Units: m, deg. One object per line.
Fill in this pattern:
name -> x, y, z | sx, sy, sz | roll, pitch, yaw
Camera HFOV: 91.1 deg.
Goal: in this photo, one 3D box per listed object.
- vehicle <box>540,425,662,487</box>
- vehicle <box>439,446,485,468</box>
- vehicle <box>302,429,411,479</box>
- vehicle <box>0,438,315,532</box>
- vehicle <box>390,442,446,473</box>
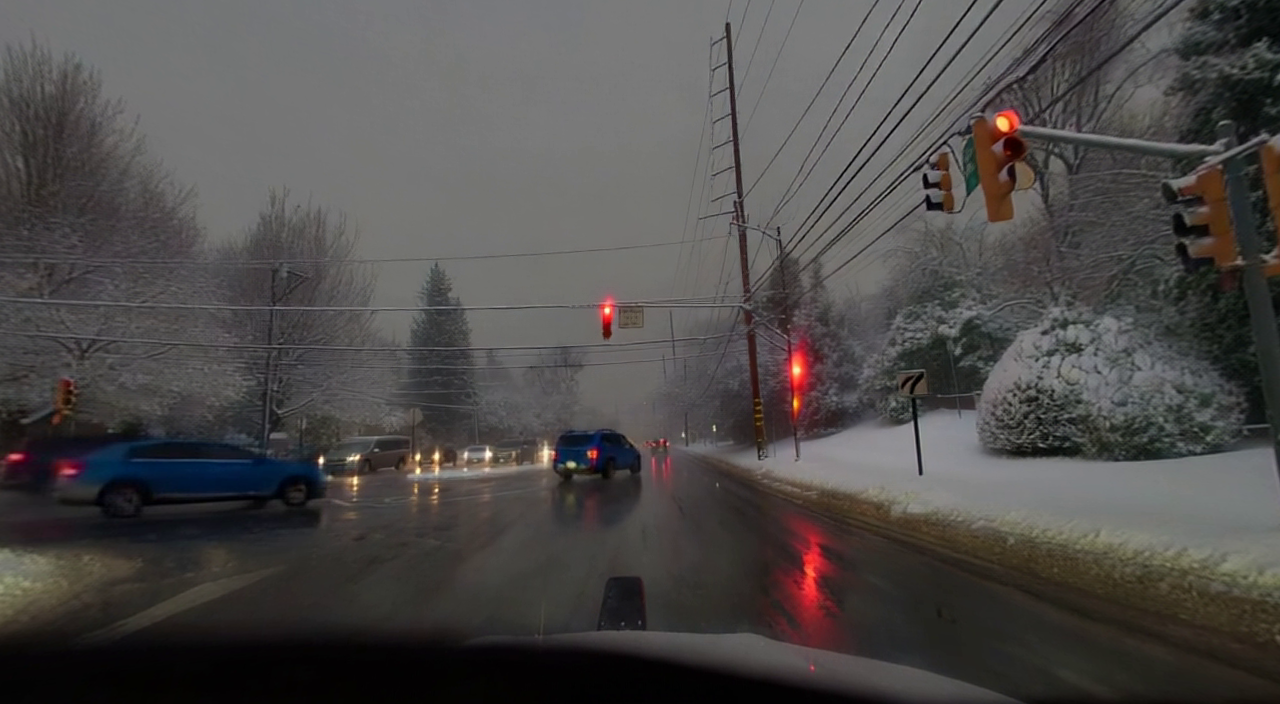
vehicle -> -1.225, 3.805, 23.378 | 2.137, 1.986, 5.930 | -4, -9, 22
vehicle -> -12.671, 7.486, 44.911 | 1.841, 1.477, 4.485 | 0, -8, 1
vehicle -> -13.121, 4.766, 29.620 | 2.350, 2.104, 5.828 | 0, -8, 1
vehicle -> -8.858, 2.365, 11.809 | 4.529, 1.455, 2.019 | 6, -10, -35
vehicle -> -13.229, 6.303, 37.627 | 1.772, 1.647, 4.221 | -4, -9, 0
